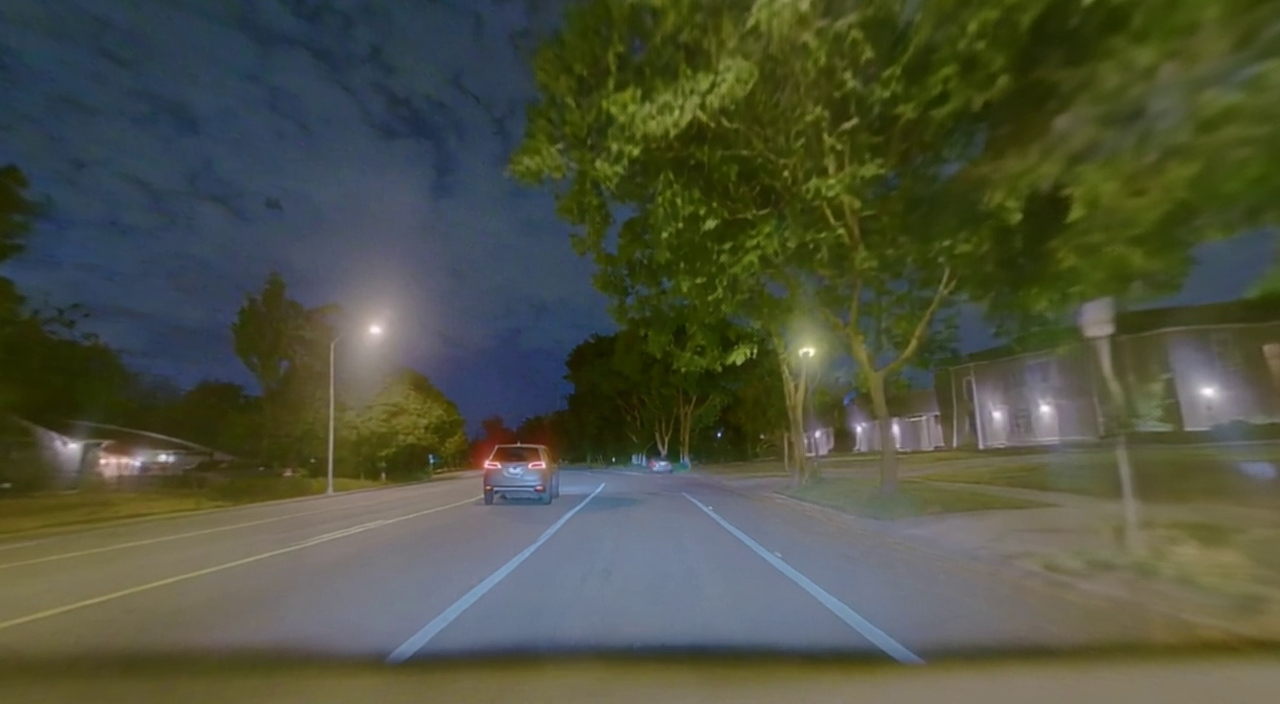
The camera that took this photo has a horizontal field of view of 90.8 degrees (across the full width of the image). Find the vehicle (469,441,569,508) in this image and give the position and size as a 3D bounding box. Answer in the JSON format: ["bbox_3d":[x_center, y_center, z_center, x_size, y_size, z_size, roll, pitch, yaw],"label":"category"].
[{"bbox_3d":[-3.514,3.634,19.238,2.175,1.772,4.442,0,-9,0],"label":"vehicle"}]

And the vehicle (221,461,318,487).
[{"bbox_3d":[-22.009,7.239,37.663,4.525,1.455,1.821,1,-9,-5],"label":"vehicle"}]
